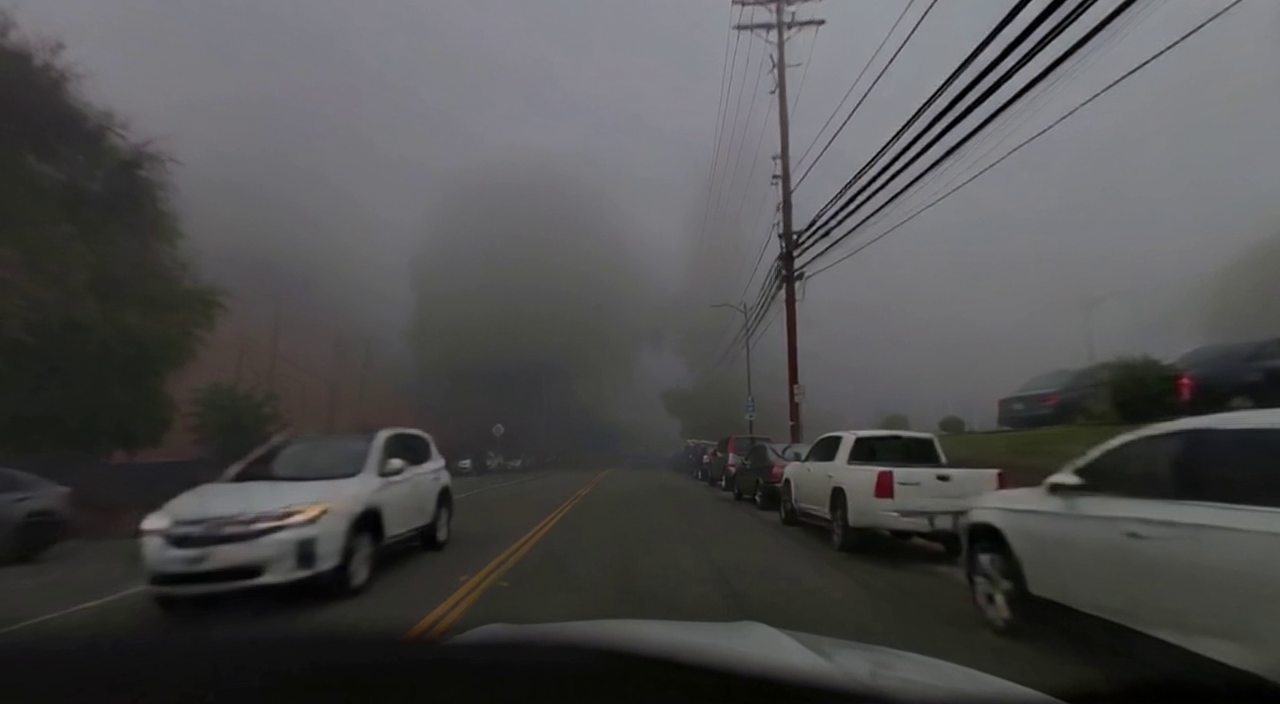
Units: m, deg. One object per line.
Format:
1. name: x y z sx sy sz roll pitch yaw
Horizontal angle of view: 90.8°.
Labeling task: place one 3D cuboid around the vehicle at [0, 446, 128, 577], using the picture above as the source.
1. vehicle: -9.746 2.119 7.956 4.703 1.523 1.988 -1 -7 -21

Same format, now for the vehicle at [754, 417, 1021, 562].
1. vehicle: 3.210 1.876 9.369 2.037 1.622 4.270 0 -9 -3

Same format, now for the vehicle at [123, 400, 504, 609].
1. vehicle: -3.187 1.593 7.527 2.103 1.721 4.473 0 -8 0

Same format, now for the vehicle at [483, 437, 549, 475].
1. vehicle: -6.381 5.490 33.076 2.081 1.760 4.598 0 -11 6

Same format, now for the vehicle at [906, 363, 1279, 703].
1. vehicle: 3.472 1.043 3.623 1.936 1.641 4.434 0 -9 0
